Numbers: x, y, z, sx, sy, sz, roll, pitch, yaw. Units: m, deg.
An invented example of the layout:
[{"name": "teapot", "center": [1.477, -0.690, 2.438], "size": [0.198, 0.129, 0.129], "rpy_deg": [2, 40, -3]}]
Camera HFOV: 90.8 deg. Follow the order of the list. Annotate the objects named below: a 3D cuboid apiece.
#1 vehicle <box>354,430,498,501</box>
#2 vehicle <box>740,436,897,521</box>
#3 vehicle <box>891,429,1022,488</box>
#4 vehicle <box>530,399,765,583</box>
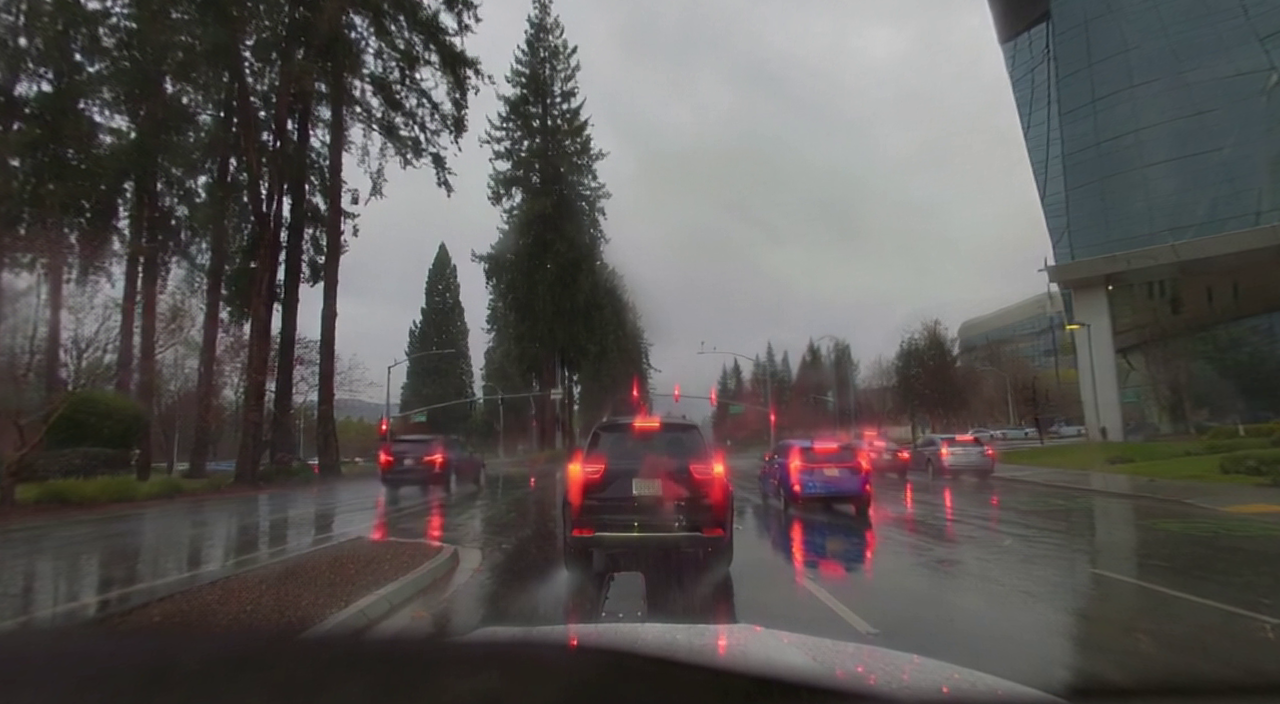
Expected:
[{"name": "vehicle", "center": [-6.138, 3.331, 19.012], "size": [2.555, 1.819, 5.145], "rpy_deg": [0, -9, 0]}, {"name": "vehicle", "center": [3.507, 2.558, 13.359], "size": [1.997, 1.471, 4.321], "rpy_deg": [0, -9, -1]}, {"name": "vehicle", "center": [10.860, 3.697, 22.135], "size": [2.123, 1.812, 4.553], "rpy_deg": [0, -9, -1]}, {"name": "vehicle", "center": [0.062, 1.655, 8.260], "size": [2.266, 1.762, 4.131], "rpy_deg": [0, -9, 0]}]
